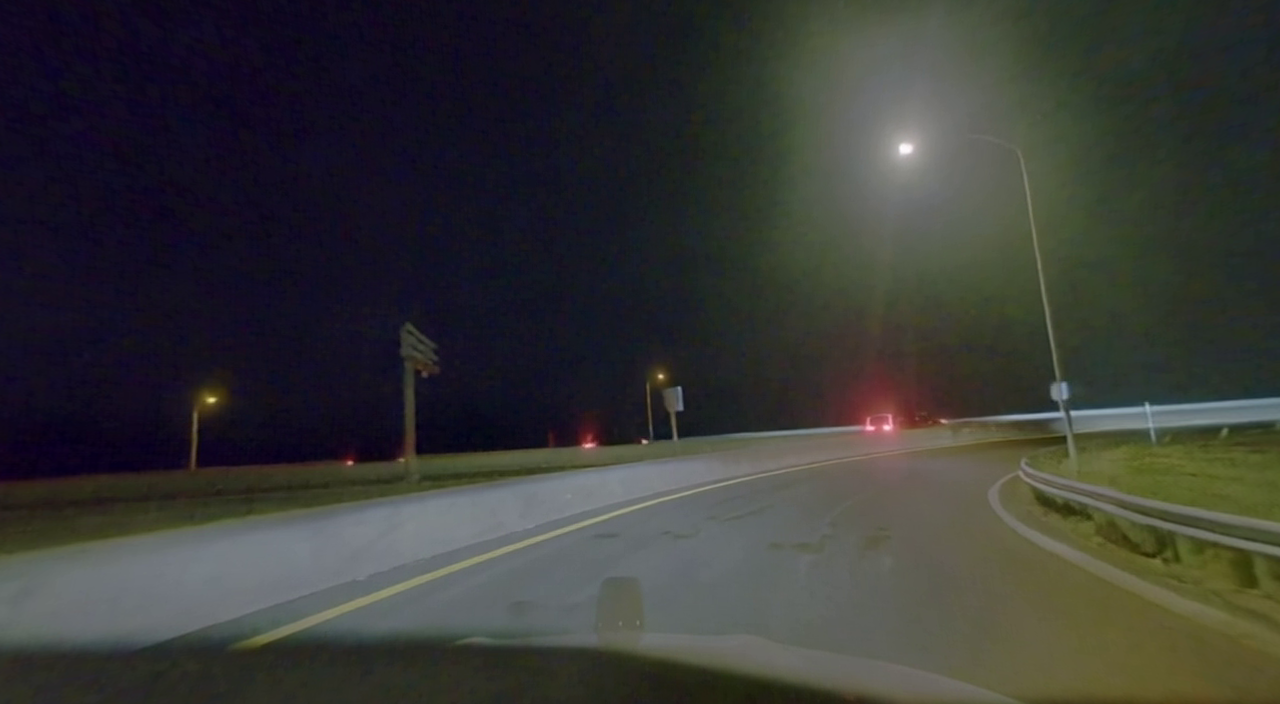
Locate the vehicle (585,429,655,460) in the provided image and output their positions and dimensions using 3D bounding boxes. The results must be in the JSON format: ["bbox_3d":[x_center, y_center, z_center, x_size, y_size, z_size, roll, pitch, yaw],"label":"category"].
[{"bbox_3d":[-1.307,5.859,39.893,3.990,1.549,1.971,-1,-13,-13],"label":"vehicle"}]
